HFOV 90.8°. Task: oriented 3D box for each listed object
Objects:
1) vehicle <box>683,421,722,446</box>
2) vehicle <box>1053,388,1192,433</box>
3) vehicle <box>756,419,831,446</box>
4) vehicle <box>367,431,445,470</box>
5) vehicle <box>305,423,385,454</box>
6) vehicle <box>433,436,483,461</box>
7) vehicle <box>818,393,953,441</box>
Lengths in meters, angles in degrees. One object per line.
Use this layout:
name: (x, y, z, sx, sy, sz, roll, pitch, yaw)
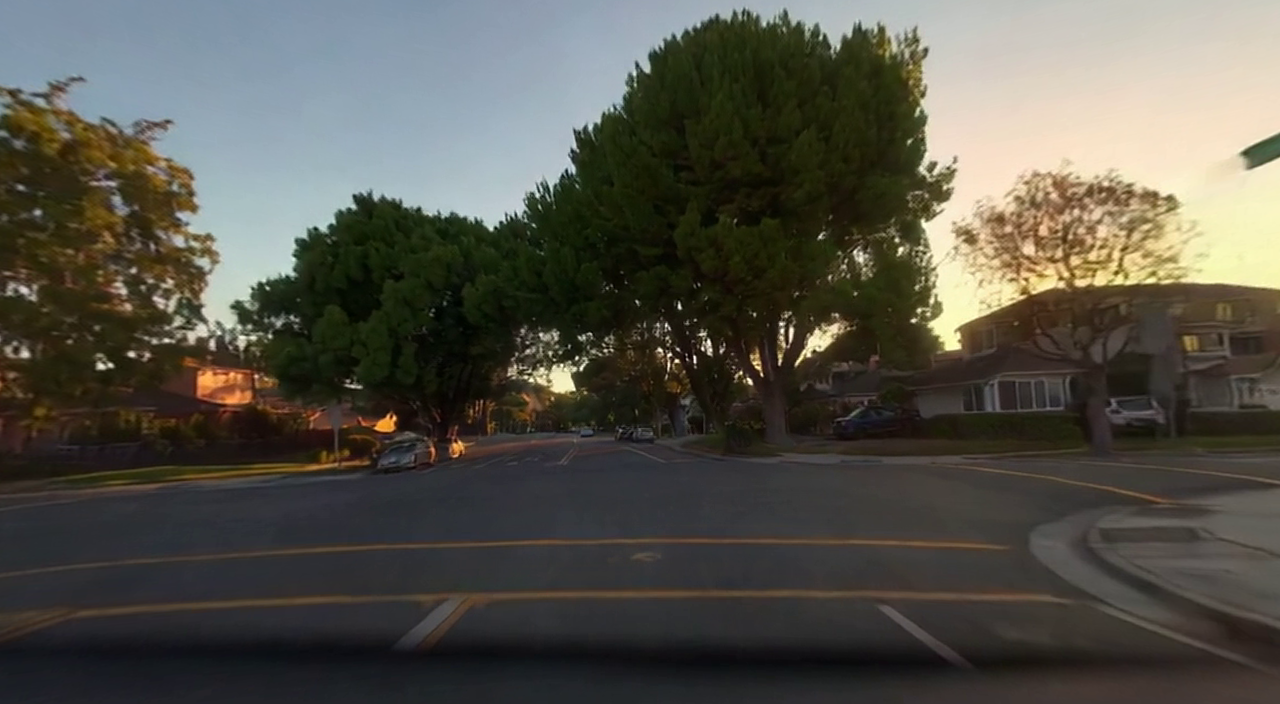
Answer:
vehicle: (4.708, 6.239, 48.115, 2.184, 1.770, 4.651, 0, -8, -4)
vehicle: (22.781, 2.785, 29.968, 4.831, 2.013, 2.082, 0, -8, -2)
vehicle: (10.365, 5.485, 42.830, 4.512, 1.477, 1.927, -3, -9, -3)
vehicle: (-11.302, 4.786, 30.864, 2.037, 1.755, 4.434, 0, -8, 1)
vehicle: (-21.134, 6.239, 45.355, 4.828, 2.134, 2.187, -3, -9, 16)
vehicle: (-11.197, 5.991, 39.259, 1.948, 1.410, 4.361, 0, -8, -2)
vehicle: (13.167, 3.608, 34.196, 6.244, 2.050, 2.209, -10, -13, 38)
